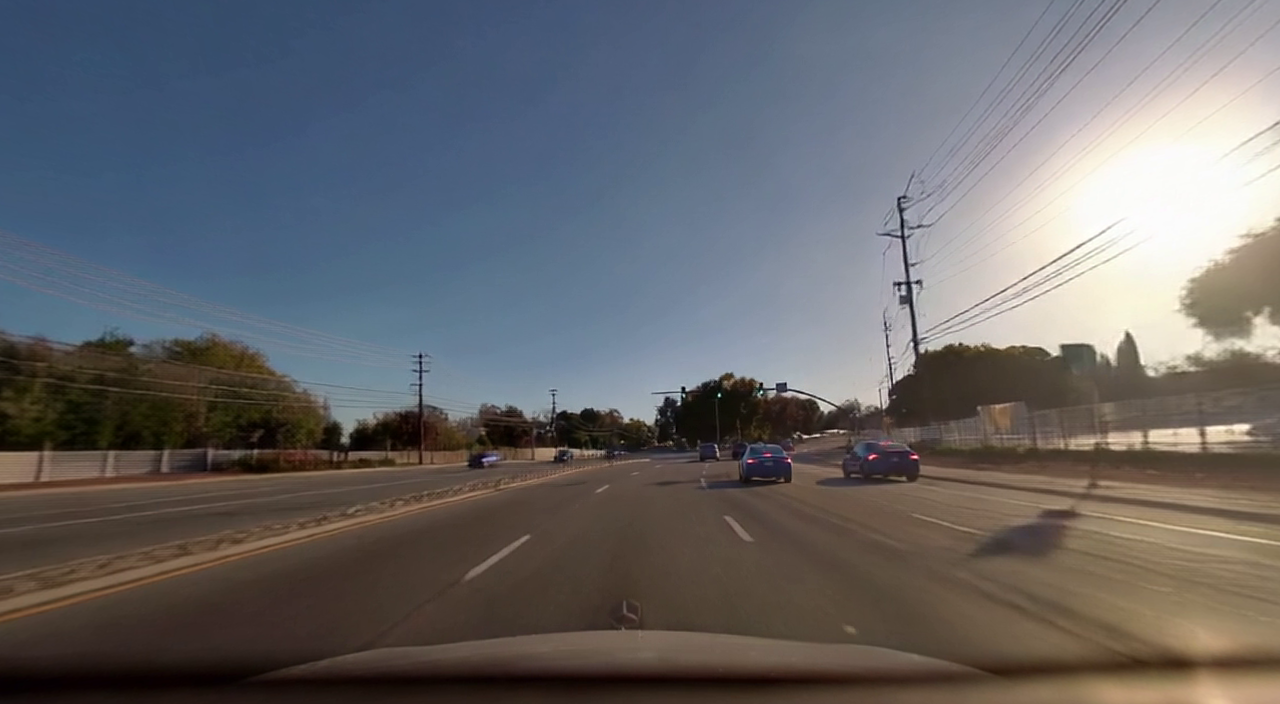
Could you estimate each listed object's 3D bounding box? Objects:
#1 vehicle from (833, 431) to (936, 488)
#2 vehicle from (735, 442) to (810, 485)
[{"bbox_3d":[8.487,3.788,22.430,2.029,1.795,4.371,-1,-9,2],"label":"vehicle"},{"bbox_3d":[4.901,4.166,23.970,2.035,1.460,4.392,-1,-9,2],"label":"vehicle"}]
